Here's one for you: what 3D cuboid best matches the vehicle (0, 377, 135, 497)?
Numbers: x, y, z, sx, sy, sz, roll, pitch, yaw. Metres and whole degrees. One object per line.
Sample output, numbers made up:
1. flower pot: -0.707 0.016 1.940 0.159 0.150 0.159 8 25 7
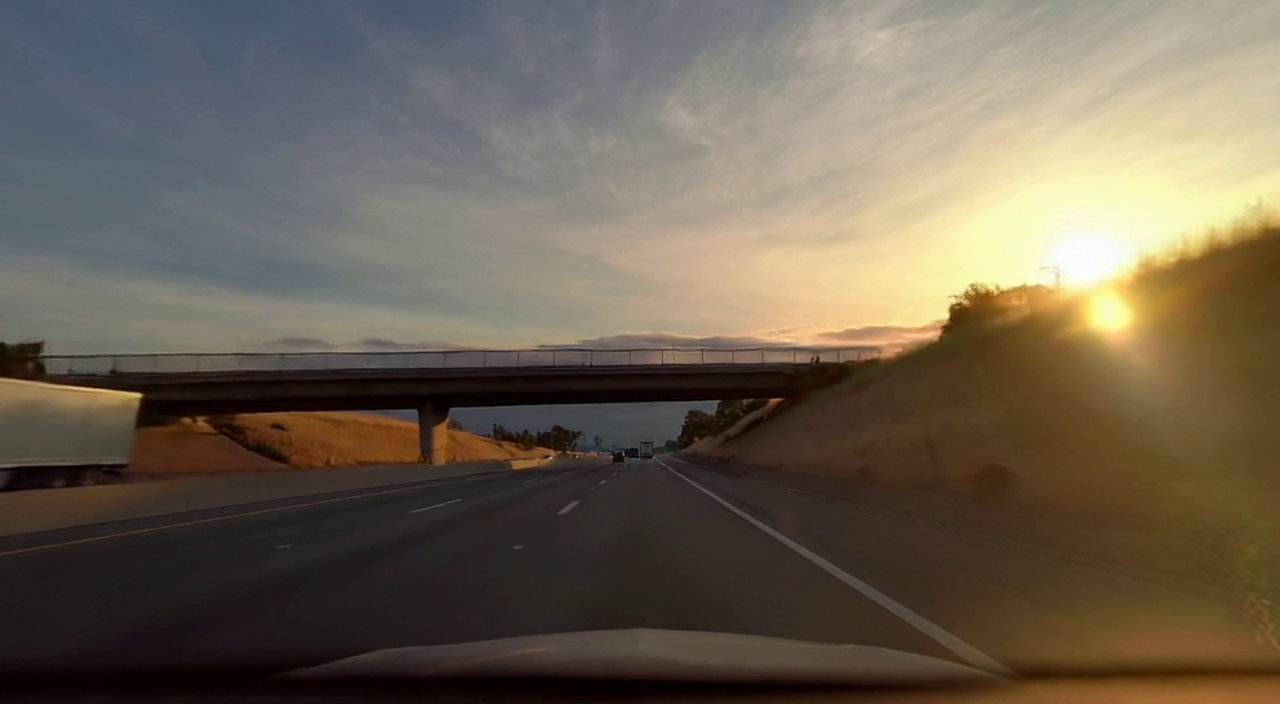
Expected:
1. vehicle: -22.875 2.380 18.116 2.876 3.975 16.773 0 -9 0
